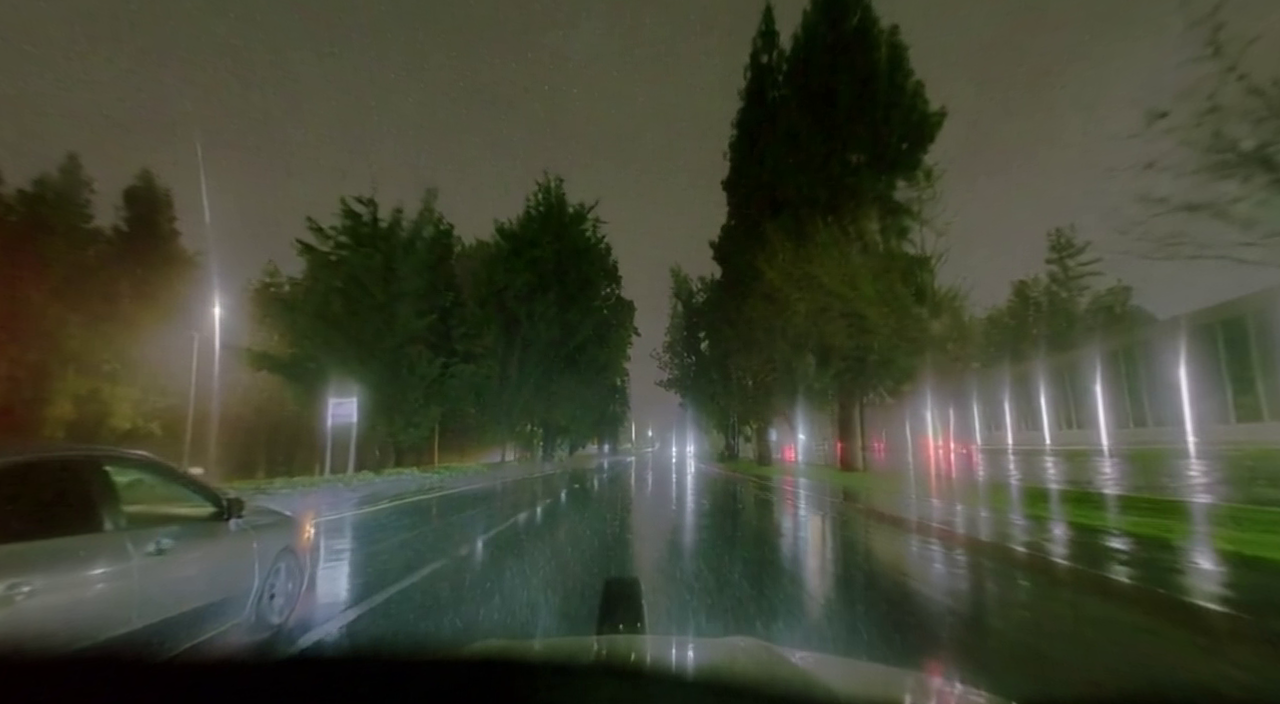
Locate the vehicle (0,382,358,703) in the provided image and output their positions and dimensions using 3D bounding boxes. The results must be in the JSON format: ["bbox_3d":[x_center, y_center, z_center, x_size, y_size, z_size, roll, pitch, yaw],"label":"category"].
[{"bbox_3d":[-3.265,0.987,2.969,1.915,1.521,4.283,0,-9,0],"label":"vehicle"}]
